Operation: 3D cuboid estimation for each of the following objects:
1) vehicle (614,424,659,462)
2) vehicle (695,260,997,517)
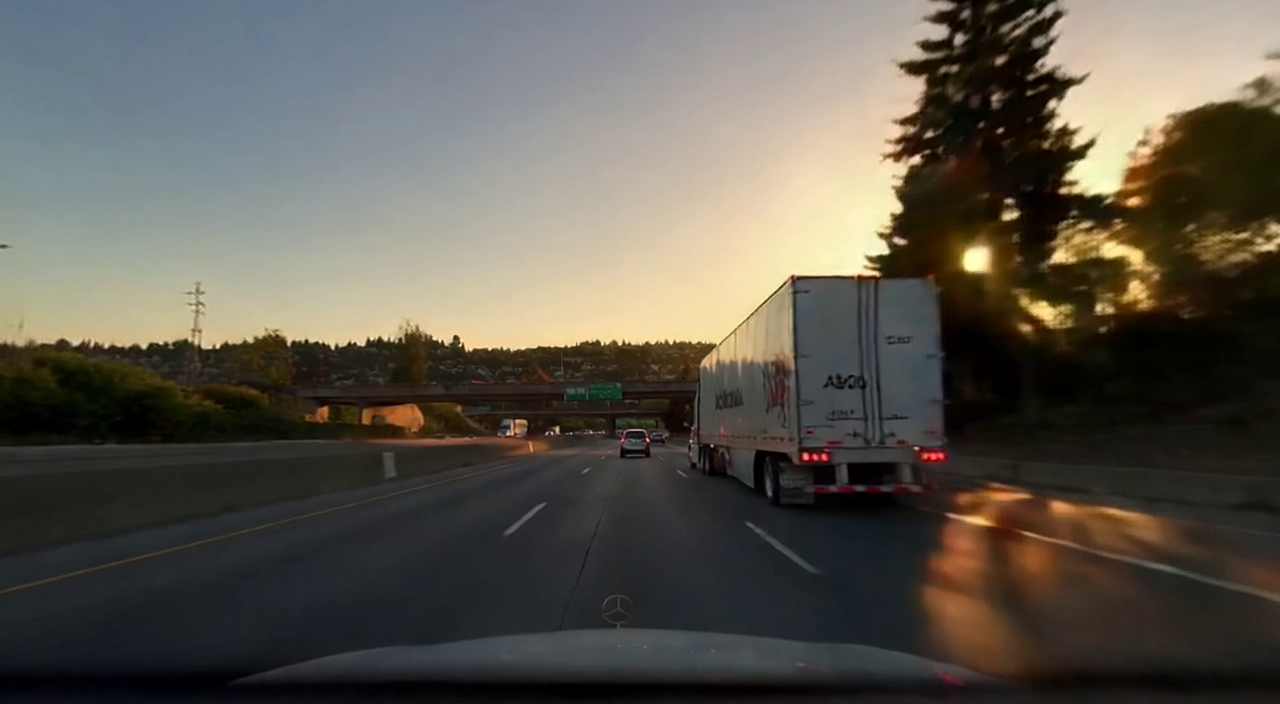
[{"bbox_3d":[-0.236,4.943,34.453,2.277,1.913,4.510,0,-8,-1],"label":"vehicle"},{"bbox_3d":[3.787,1.458,16.861,2.987,4.021,14.105,0,-8,-2],"label":"vehicle"}]
